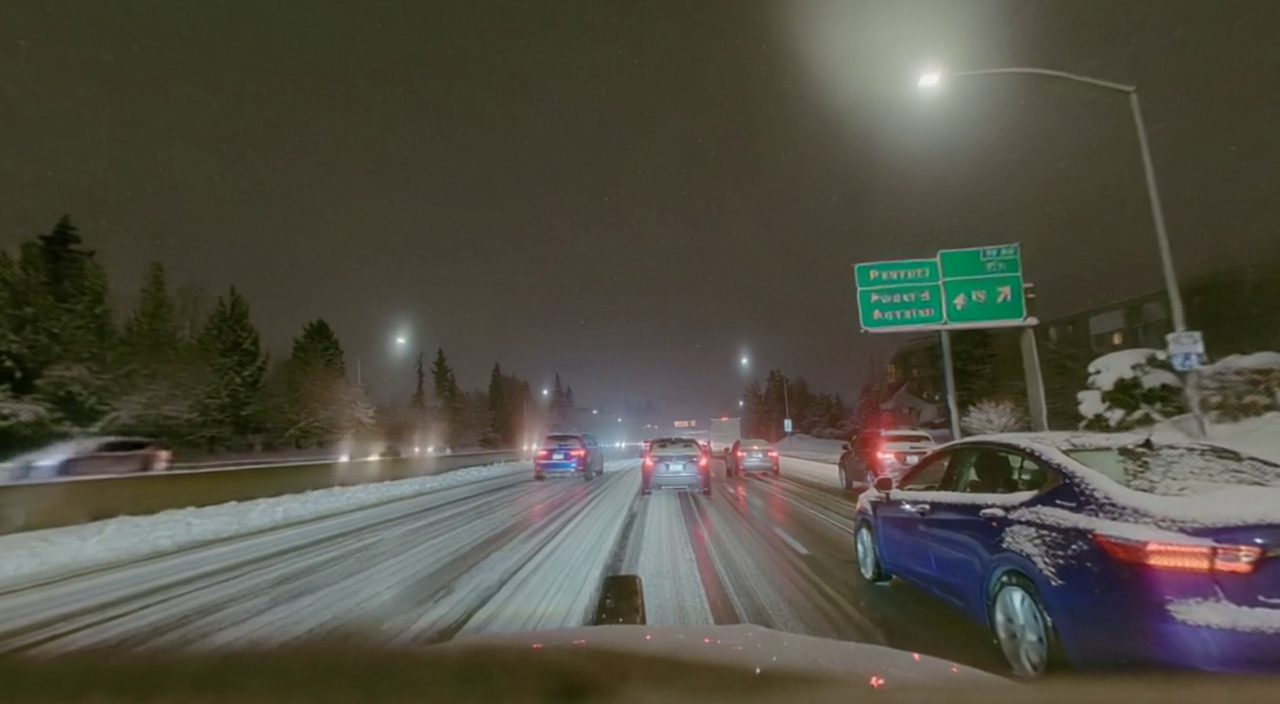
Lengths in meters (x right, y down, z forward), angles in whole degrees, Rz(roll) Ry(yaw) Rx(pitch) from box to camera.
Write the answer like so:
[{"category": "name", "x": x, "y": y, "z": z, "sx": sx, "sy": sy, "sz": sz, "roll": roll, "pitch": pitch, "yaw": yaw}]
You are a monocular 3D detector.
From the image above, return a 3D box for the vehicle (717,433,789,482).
[{"category": "vehicle", "x": 4.178, "y": 3.988, "z": 24.079, "sx": 2.076, "sy": 1.684, "sz": 4.241, "roll": 0, "pitch": -9, "yaw": 2}]

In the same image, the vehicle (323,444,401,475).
[{"category": "vehicle", "x": -14.542, "y": 5.658, "z": 33.217, "sx": 1.874, "sy": 1.504, "sz": 4.406, "roll": 0, "pitch": -9, "yaw": 3}]

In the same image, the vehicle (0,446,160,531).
[{"category": "vehicle", "x": -12.358, "y": 2.644, "z": 12.615, "sx": 1.906, "sy": 1.499, "sz": 4.426, "roll": 0, "pitch": -9, "yaw": 2}]

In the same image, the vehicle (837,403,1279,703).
[{"category": "vehicle", "x": 3.191, "y": 1.288, "z": 4.705, "sx": 2.009, "sy": 1.489, "sz": 4.559, "roll": 0, "pitch": -9, "yaw": 1}]

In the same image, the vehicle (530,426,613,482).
[{"category": "vehicle", "x": -2.551, "y": 4.022, "z": 25.059, "sx": 2.434, "sy": 1.965, "sz": 5.305, "roll": 0, "pitch": -9, "yaw": 3}]

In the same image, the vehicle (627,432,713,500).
[{"category": "vehicle", "x": 0.790, "y": 3.038, "z": 17.075, "sx": 2.074, "sy": 1.614, "sz": 3.803, "roll": 0, "pitch": -9, "yaw": 2}]
